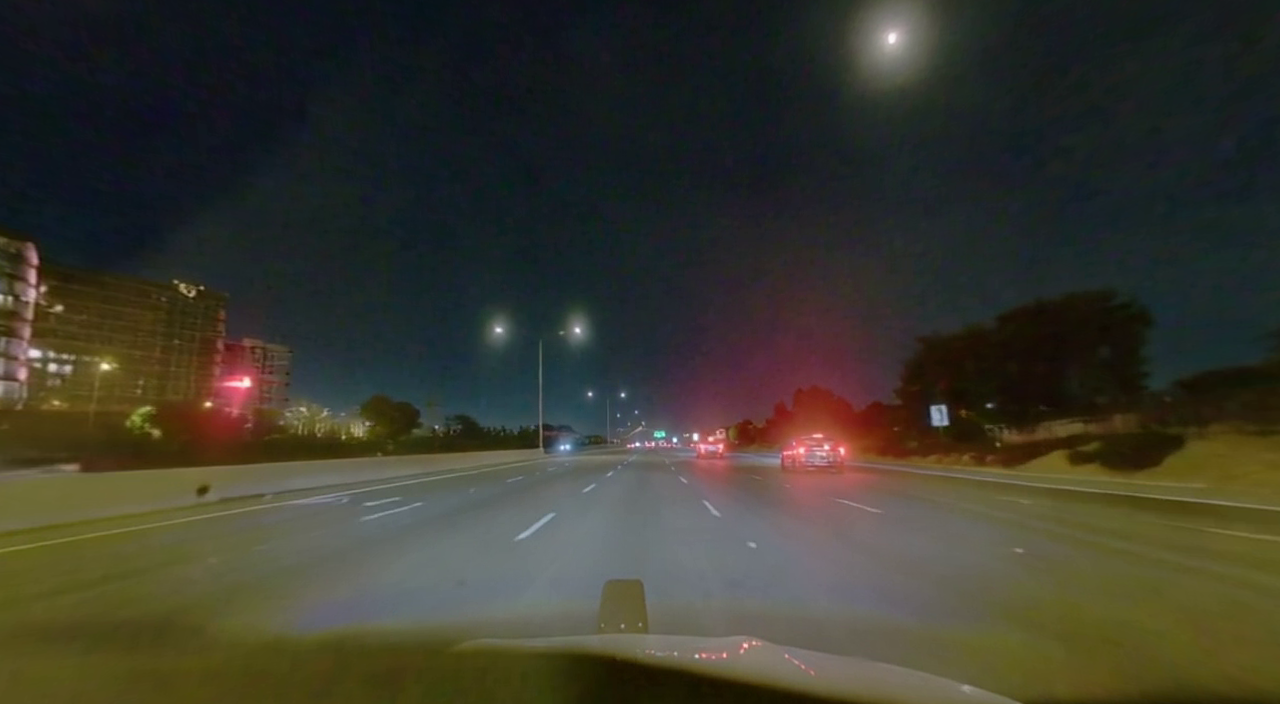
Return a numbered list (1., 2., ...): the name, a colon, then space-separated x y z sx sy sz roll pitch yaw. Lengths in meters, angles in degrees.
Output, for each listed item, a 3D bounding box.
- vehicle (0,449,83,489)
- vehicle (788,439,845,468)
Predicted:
1. vehicle: -25.776 4.784 25.960 1.984 1.534 3.947 -1 -9 1
2. vehicle: 10.193 5.892 36.779 2.000 1.514 4.585 0 -9 0
